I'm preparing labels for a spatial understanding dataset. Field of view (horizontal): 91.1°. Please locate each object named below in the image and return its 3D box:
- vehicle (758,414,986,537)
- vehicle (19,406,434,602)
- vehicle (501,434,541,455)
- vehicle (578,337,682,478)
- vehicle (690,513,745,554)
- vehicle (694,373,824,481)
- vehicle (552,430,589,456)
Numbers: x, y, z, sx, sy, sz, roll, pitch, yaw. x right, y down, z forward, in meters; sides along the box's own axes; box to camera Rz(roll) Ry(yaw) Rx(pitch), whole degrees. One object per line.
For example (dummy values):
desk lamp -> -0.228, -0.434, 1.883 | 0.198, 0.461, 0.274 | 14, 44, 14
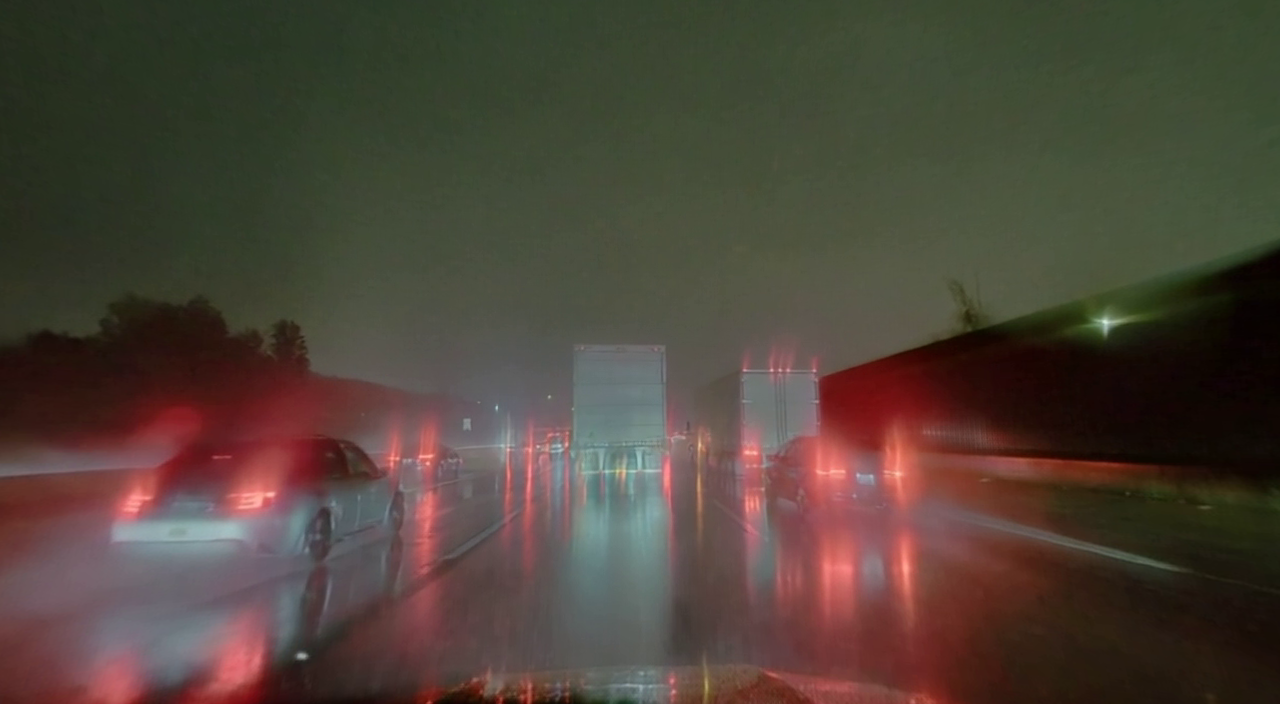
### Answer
vehicle -> 3.270, 1.810, 9.889 | 1.976, 1.513, 4.065 | 0, -8, -1
vehicle -> -3.828, 1.430, 6.817 | 1.882, 1.493, 3.828 | 0, -8, 0
vehicle -> -8.529, 6.666, 45.491 | 2.019, 1.471, 4.347 | 0, -8, 0
vehicle -> -0.421, 2.223, 22.953 | 2.938, 4.033, 9.980 | 0, -8, -2
vehicle -> 4.577, 10.833, 37.697 | 2.835, 2.000, 2.696 | 0, -7, -2
vehicle -> 4.939, 3.786, 30.030 | 2.863, 3.936, 14.058 | 0, -9, -3
vehicle -> -4.557, 6.065, 41.854 | 1.986, 1.612, 4.155 | 0, -8, 0
